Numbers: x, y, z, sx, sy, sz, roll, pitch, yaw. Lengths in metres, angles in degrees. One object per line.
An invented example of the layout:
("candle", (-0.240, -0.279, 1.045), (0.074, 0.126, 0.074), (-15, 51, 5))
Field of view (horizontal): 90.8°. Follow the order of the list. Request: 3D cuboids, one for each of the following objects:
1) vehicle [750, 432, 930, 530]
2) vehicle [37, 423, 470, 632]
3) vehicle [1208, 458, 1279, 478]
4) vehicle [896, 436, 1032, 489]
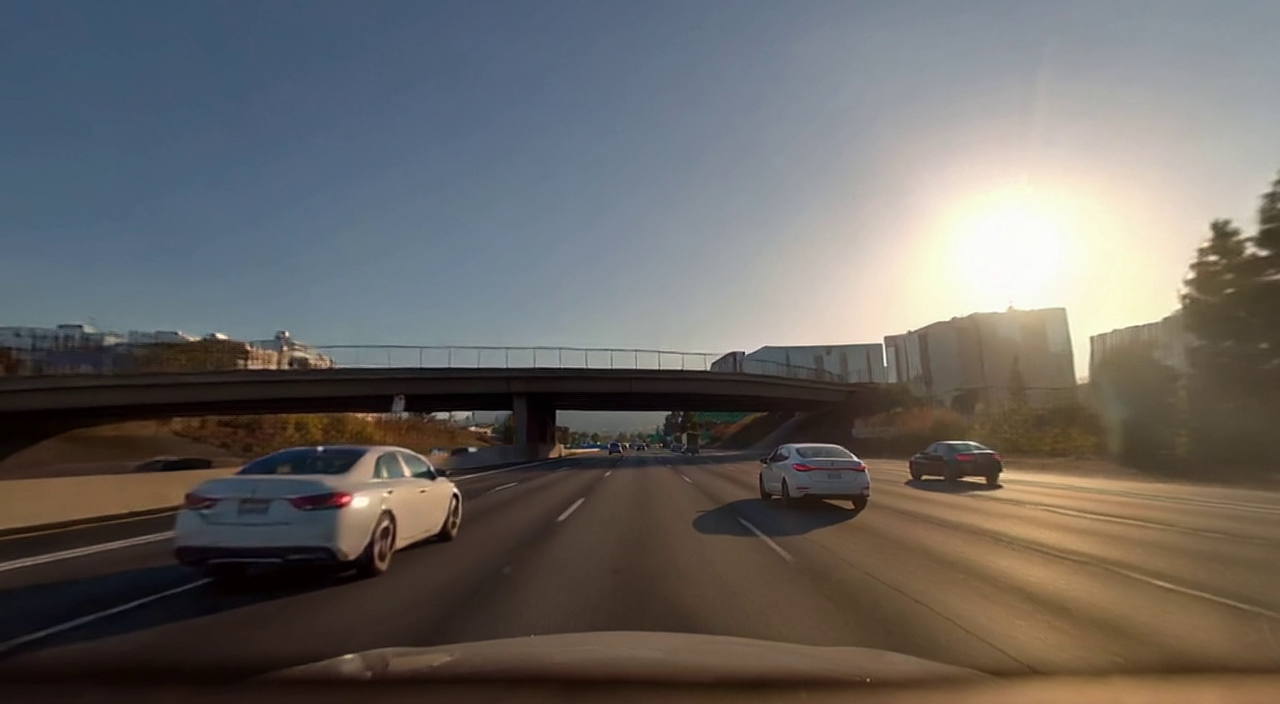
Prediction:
("vehicle", (3.463, 2.309, 11.877), (1.961, 1.504, 4.094), (0, -9, -1))
("vehicle", (-3.467, 1.632, 6.914), (1.975, 1.536, 4.295), (0, -9, 1))
("vehicle", (44.214, 8.444, 46.043), (3.765, 1.422, 1.794), (0, -9, 1))
("vehicle", (10.323, 3.553, 20.578), (2.019, 1.529, 4.385), (0, -9, -1))
